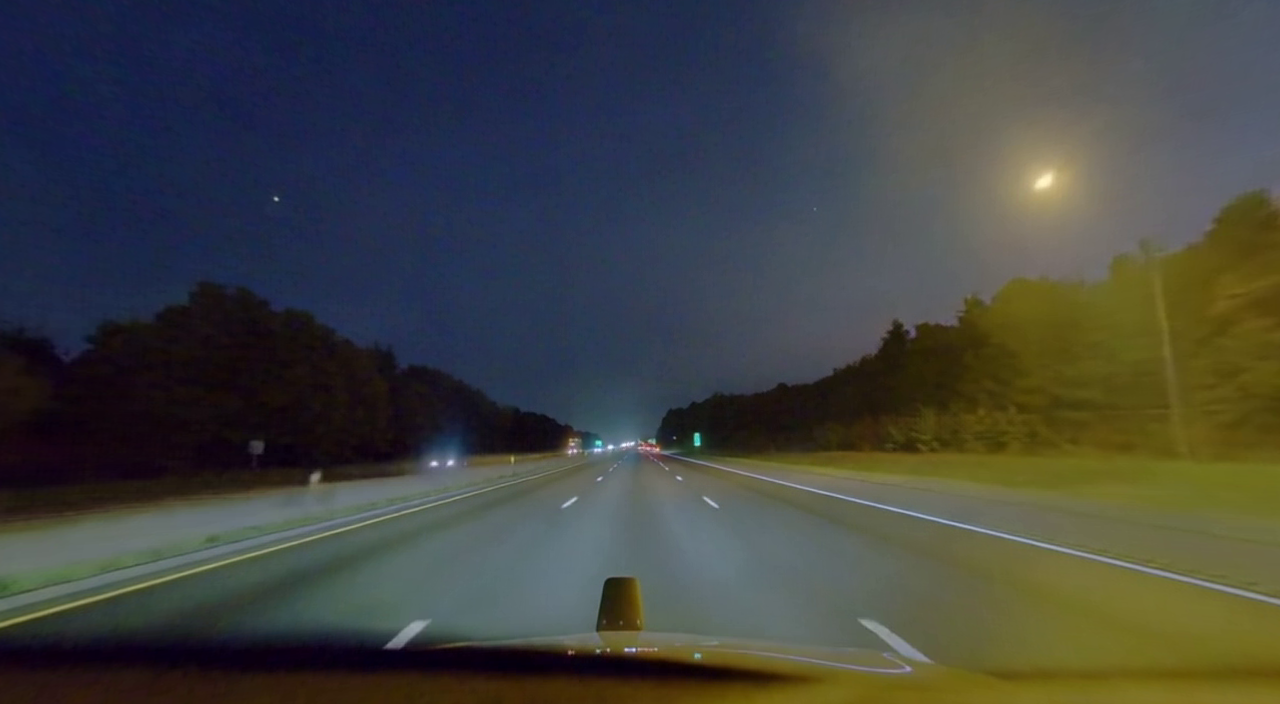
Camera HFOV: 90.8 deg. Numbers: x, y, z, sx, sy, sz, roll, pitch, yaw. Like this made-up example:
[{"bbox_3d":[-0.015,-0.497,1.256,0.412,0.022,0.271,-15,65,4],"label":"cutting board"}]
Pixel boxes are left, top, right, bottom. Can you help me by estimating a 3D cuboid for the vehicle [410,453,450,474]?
[{"bbox_3d":[-15.590,8.283,46.999,1.635,1.402,3.991,0,-9,0],"label":"vehicle"}]
